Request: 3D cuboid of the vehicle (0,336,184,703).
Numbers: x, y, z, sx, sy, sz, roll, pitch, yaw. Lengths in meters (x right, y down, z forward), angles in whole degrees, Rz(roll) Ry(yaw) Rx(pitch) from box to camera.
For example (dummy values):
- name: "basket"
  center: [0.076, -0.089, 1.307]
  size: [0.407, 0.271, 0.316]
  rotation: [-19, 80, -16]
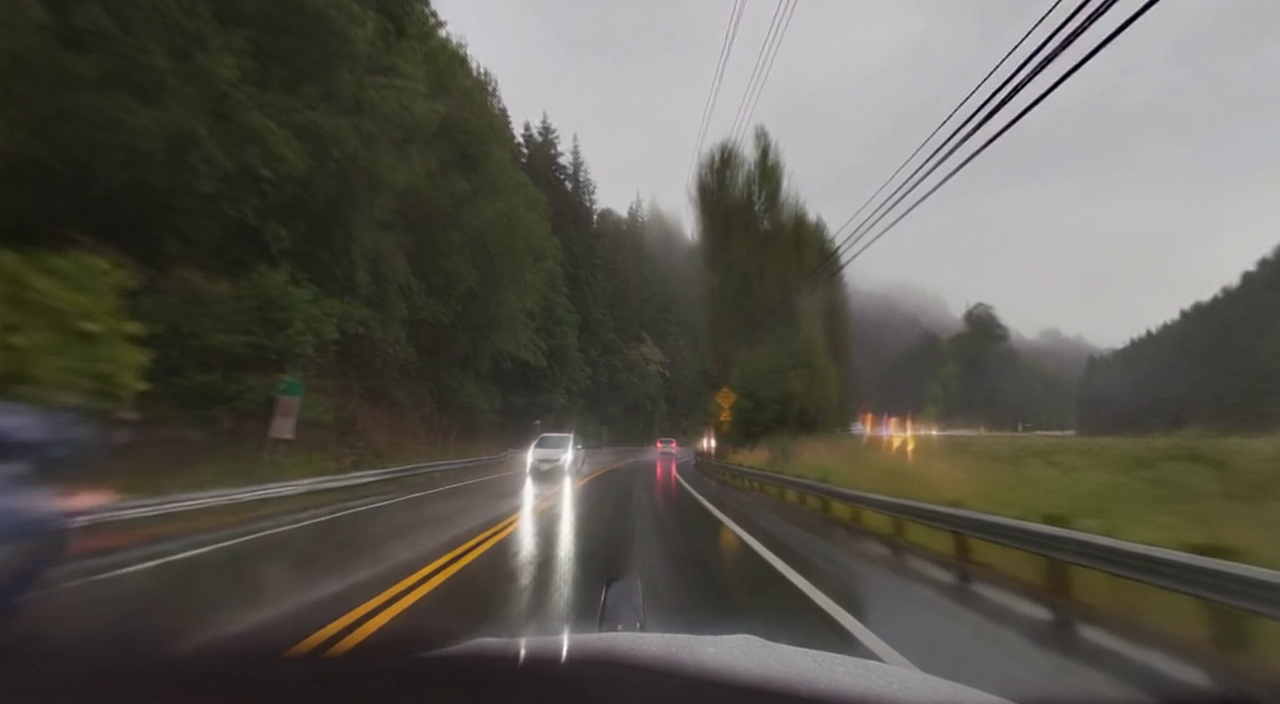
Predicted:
- name: "vehicle"
  center: [-3.822, 0.654, 1.408]
  size: [2.120, 1.821, 4.650]
  rotation: [0, -9, 0]

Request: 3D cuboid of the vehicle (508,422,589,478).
- name: "vehicle"
  center: [-3.542, 3.963, 25.662]
  size: [2.343, 1.998, 4.973]
  rotation: [-1, -9, 2]
